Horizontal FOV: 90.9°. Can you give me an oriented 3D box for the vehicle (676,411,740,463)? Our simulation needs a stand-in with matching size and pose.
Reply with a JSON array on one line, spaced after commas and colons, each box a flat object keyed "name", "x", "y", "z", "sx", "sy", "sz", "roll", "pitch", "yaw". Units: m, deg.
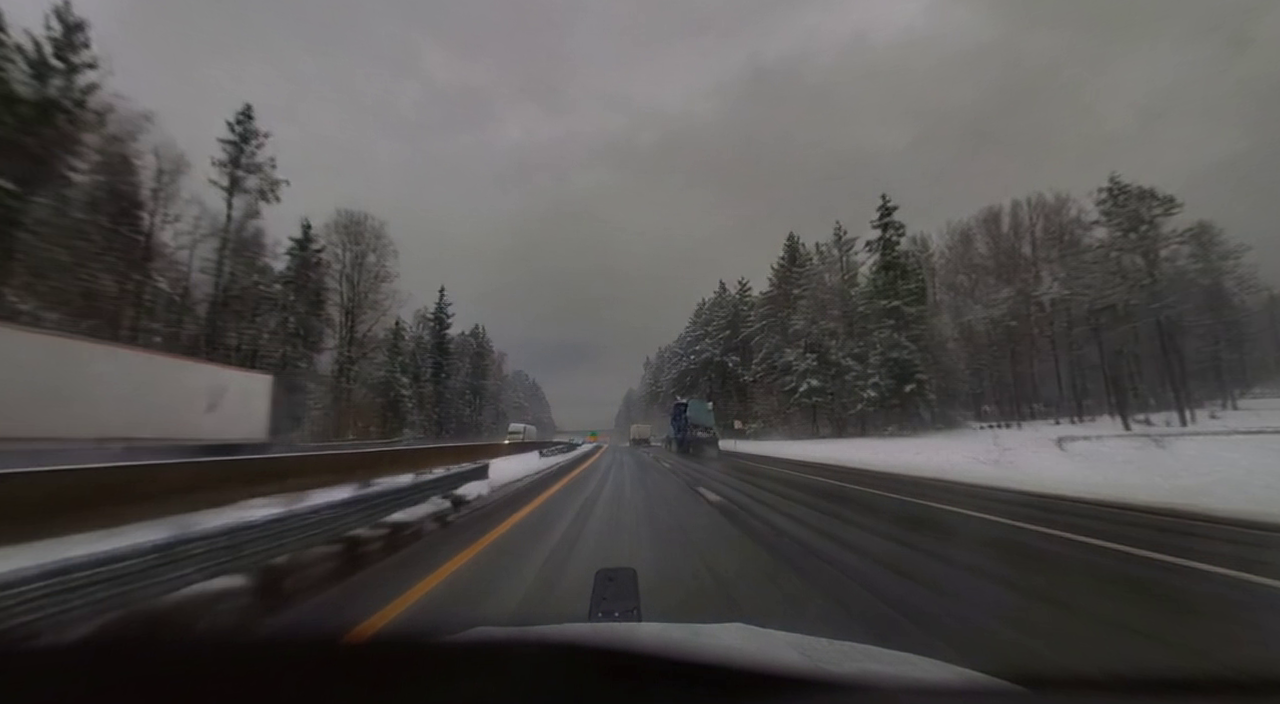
[{"name": "vehicle", "x": 3.761, "y": 4.892, "z": 36.494, "sx": 2.741, "sy": 2.716, "sz": 6.323, "roll": 0, "pitch": -8, "yaw": -2}]
